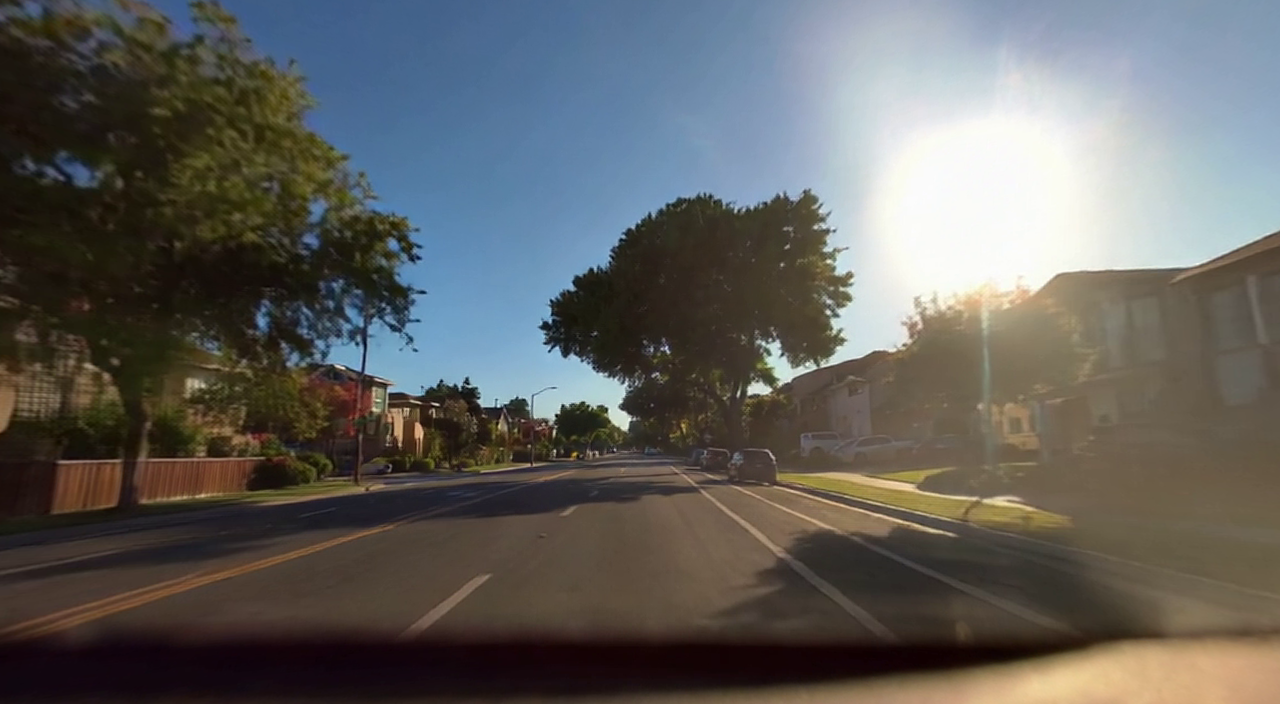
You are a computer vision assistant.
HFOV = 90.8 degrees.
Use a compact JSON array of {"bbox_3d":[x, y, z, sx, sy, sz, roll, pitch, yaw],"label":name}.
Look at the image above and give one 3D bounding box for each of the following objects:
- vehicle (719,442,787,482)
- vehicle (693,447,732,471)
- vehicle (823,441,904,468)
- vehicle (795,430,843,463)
[{"bbox_3d":[4.817,4.781,27.596,1.971,1.558,4.895,0,-9,-1],"label":"vehicle"},{"bbox_3d":[4.883,7.266,43.314,1.938,1.464,4.390,-1,-8,-3],"label":"vehicle"},{"bbox_3d":[13.207,6.067,37.520,4.132,1.535,1.923,0,-7,2],"label":"vehicle"},{"bbox_3d":[12.699,6.644,44.561,2.330,2.123,6.314,-3,-9,23],"label":"vehicle"}]
